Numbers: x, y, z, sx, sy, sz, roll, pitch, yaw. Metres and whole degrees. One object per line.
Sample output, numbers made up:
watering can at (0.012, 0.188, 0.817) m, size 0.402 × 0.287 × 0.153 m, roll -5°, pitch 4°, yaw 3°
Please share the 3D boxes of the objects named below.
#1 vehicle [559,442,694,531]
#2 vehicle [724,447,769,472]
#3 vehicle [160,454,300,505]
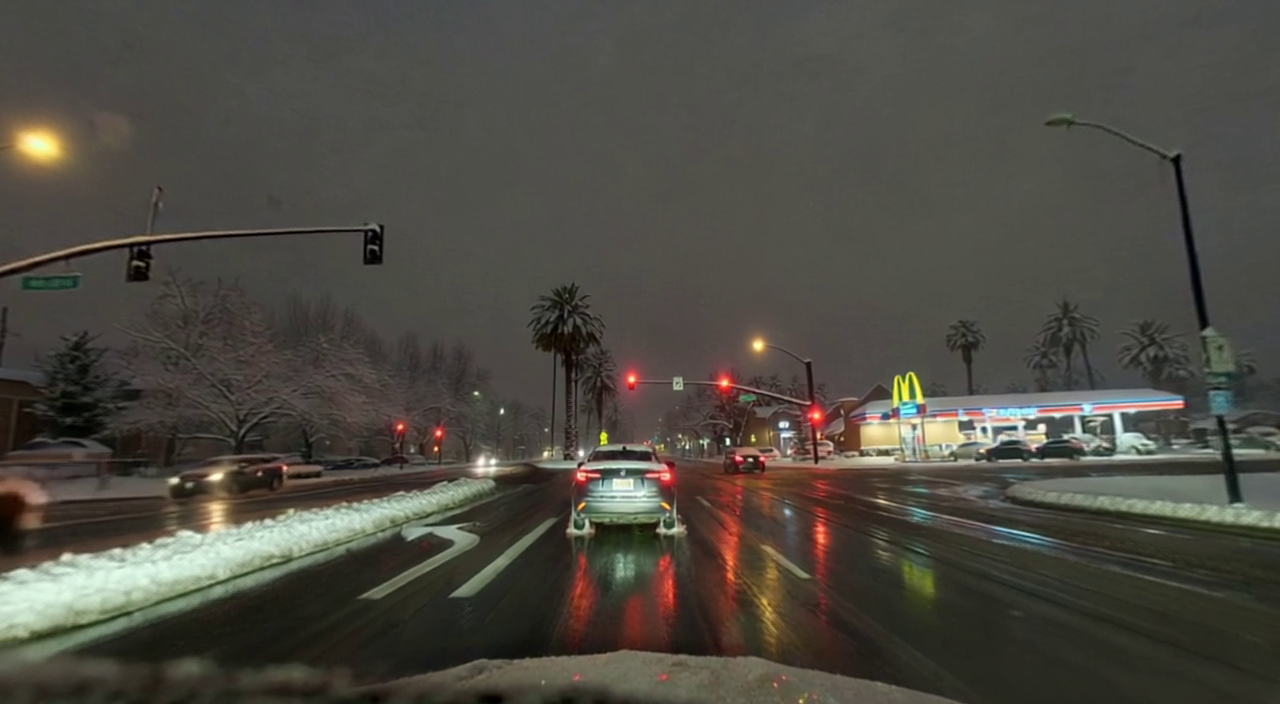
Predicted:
vehicle at (-0.247, 2.606, 12.988) m, size 2.270 × 1.475 × 4.571 m, roll 0°, pitch -8°, yaw -1°
vehicle at (6.733, 6.812, 40.354) m, size 2.017 × 1.491 × 4.420 m, roll 0°, pitch -8°, yaw -1°
vehicle at (-15.211, 4.719, 23.850) m, size 2.120 × 1.629 × 4.686 m, roll 0°, pitch -8°, yaw 0°
